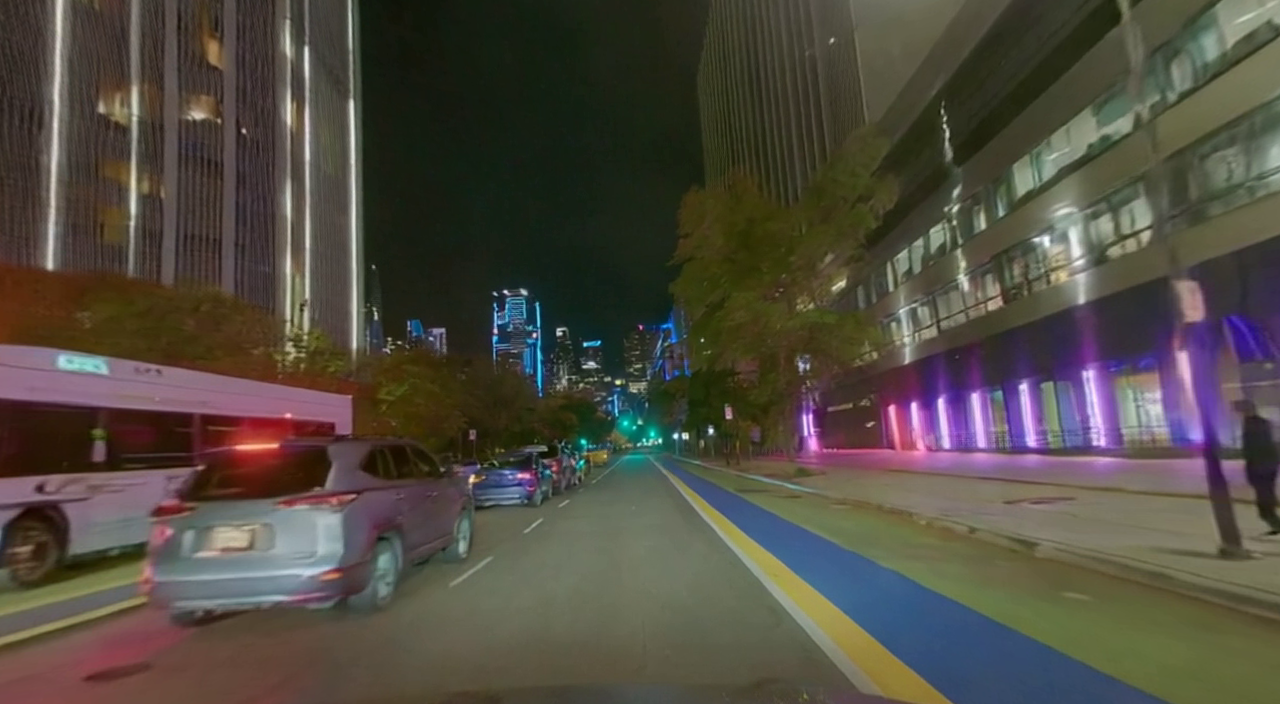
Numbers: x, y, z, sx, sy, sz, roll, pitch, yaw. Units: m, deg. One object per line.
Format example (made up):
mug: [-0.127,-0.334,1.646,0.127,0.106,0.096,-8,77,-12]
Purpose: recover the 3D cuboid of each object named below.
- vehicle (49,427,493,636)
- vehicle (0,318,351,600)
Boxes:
vehicle: [-3.499,1.783,7.460,2.266,1.621,4.783,-1,-8,1]
vehicle: [-9.372,2.035,11.632,3.233,3.399,10.283,-8,-8,-1]
